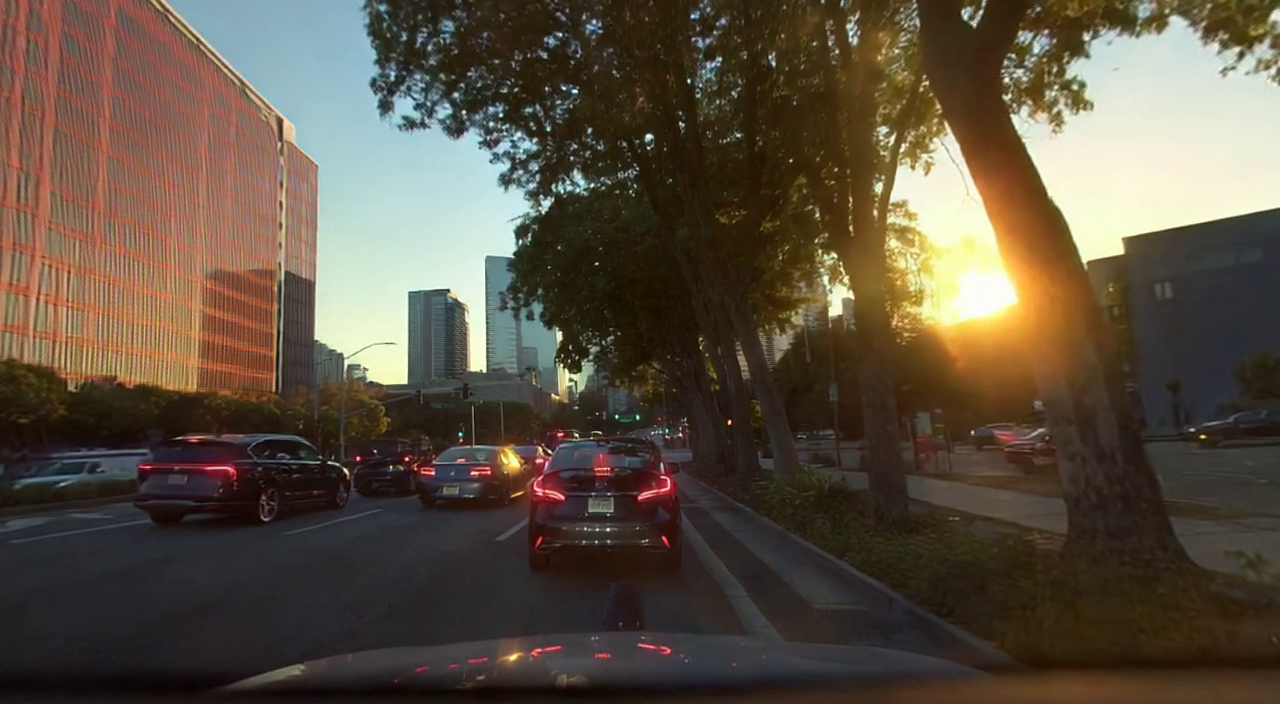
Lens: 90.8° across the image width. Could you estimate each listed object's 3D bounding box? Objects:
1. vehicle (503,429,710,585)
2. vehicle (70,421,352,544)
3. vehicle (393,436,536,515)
[{"bbox_3d":[-0.340,1.856,8.378,2.066,1.544,3.954,0,-9,0],"label":"vehicle"},{"bbox_3d":[-7.318,2.243,11.490,2.068,1.784,4.224,0,-9,1],"label":"vehicle"},{"bbox_3d":[-3.769,2.732,14.535,1.913,1.521,4.539,0,-9,1],"label":"vehicle"}]
